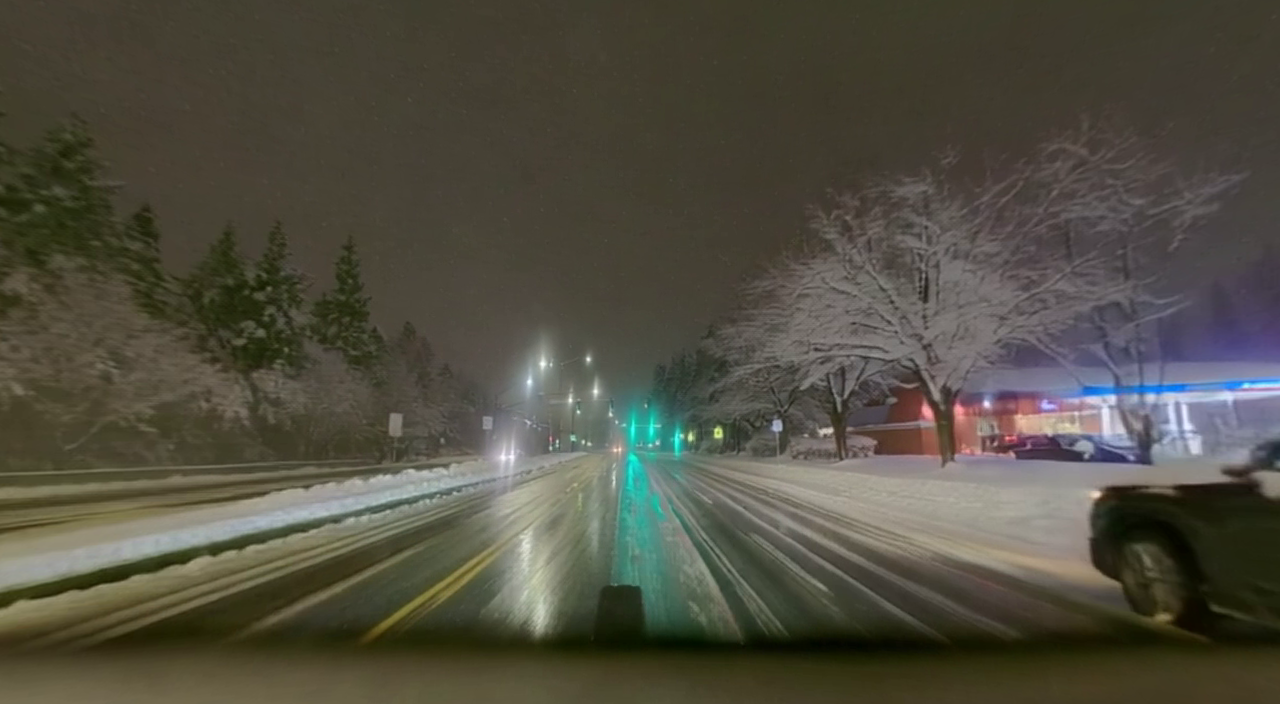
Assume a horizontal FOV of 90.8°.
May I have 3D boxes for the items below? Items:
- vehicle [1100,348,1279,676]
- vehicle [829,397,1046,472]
[{"bbox_3d":[4.770,0.740,2.422,2.245,1.864,5.076,0,-8,2],"label":"vehicle"},{"bbox_3d":[14.346,4.049,31.044,9.127,3.409,2.992,1,-8,-2],"label":"vehicle"}]
